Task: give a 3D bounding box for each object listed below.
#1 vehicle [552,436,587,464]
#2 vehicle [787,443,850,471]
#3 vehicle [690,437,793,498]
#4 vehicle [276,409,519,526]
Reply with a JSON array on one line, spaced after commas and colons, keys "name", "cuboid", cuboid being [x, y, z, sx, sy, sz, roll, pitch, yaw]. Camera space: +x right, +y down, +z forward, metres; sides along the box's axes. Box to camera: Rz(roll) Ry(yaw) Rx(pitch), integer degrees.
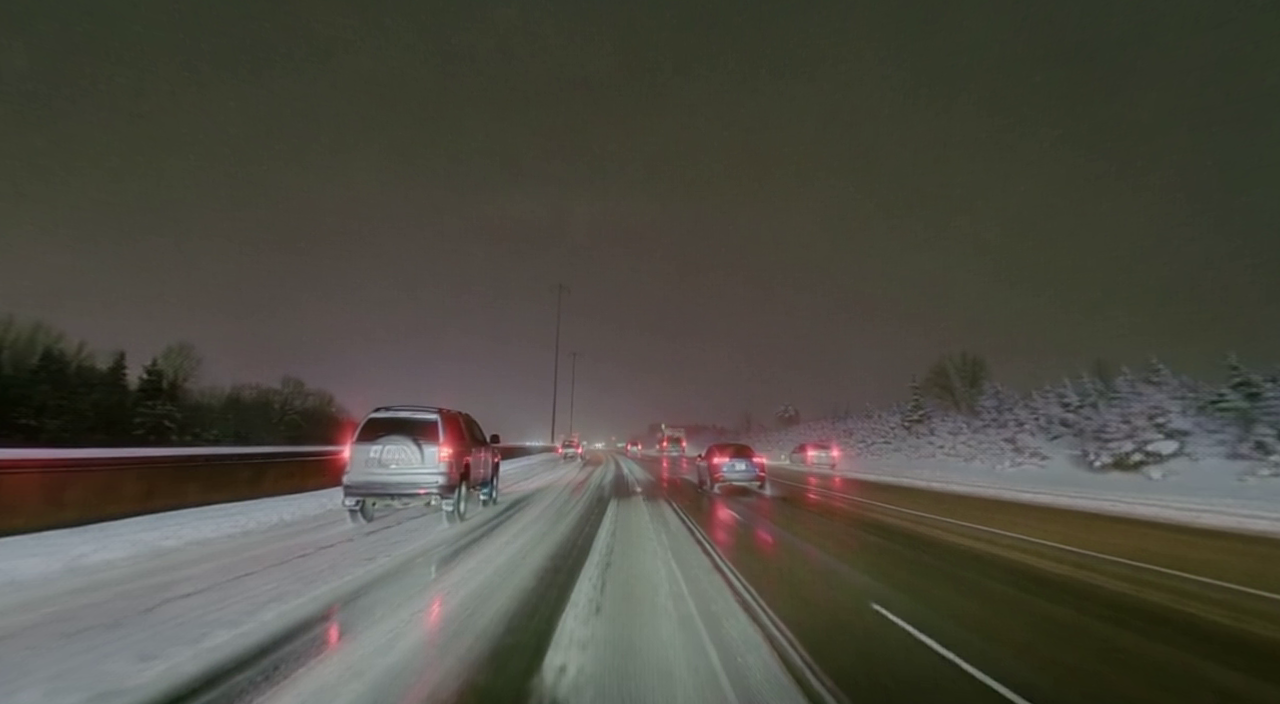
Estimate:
[{"name": "vehicle", "cuboid": [-4.902, 6.920, 44.485, 2.149, 1.843, 4.348, 1, -9, -2]}, {"name": "vehicle", "cuboid": [10.108, 5.977, 36.111, 2.105, 1.496, 4.393, 0, -8, -3]}, {"name": "vehicle", "cuboid": [2.739, 3.258, 18.183, 2.053, 1.510, 4.400, 0, -8, -2]}, {"name": "vehicle", "cuboid": [-4.425, 2.273, 13.024, 2.684, 1.839, 5.803, 0, -8, 0]}]
